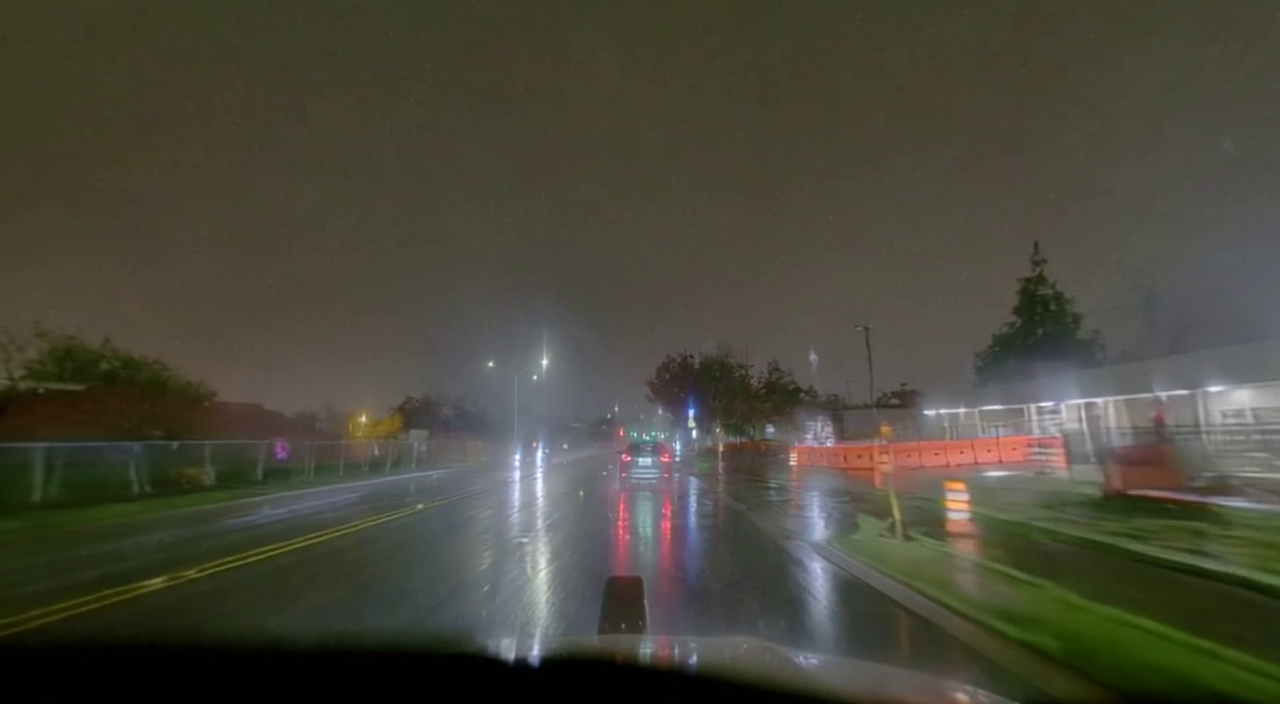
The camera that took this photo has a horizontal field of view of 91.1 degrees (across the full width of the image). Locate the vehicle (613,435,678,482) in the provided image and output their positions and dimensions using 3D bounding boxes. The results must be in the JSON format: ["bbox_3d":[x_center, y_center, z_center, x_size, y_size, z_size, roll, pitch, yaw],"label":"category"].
[{"bbox_3d":[0.164,3.821,22.789,2.144,1.514,4.063,0,-8,0],"label":"vehicle"}]
